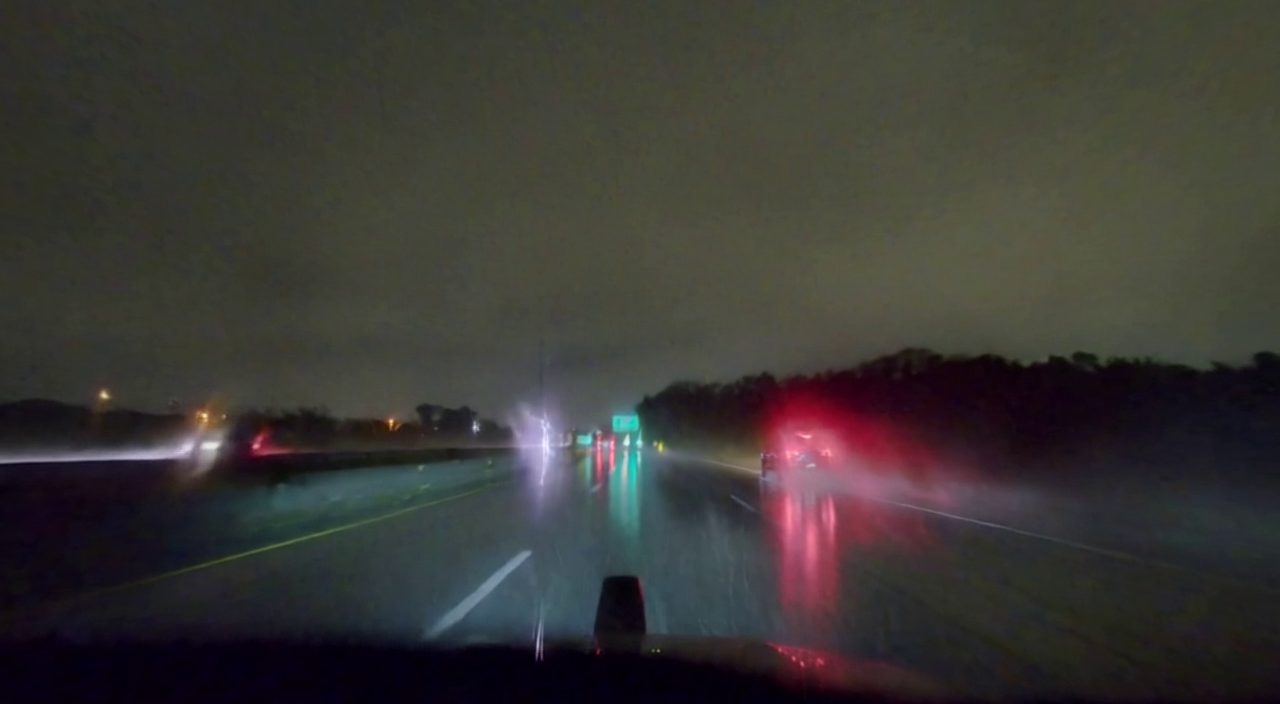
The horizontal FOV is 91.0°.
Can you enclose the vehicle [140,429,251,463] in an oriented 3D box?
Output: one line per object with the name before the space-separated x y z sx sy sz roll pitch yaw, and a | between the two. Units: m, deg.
vehicle | -28.215 6.047 40.345 2.418 1.957 6.239 0 -9 2
